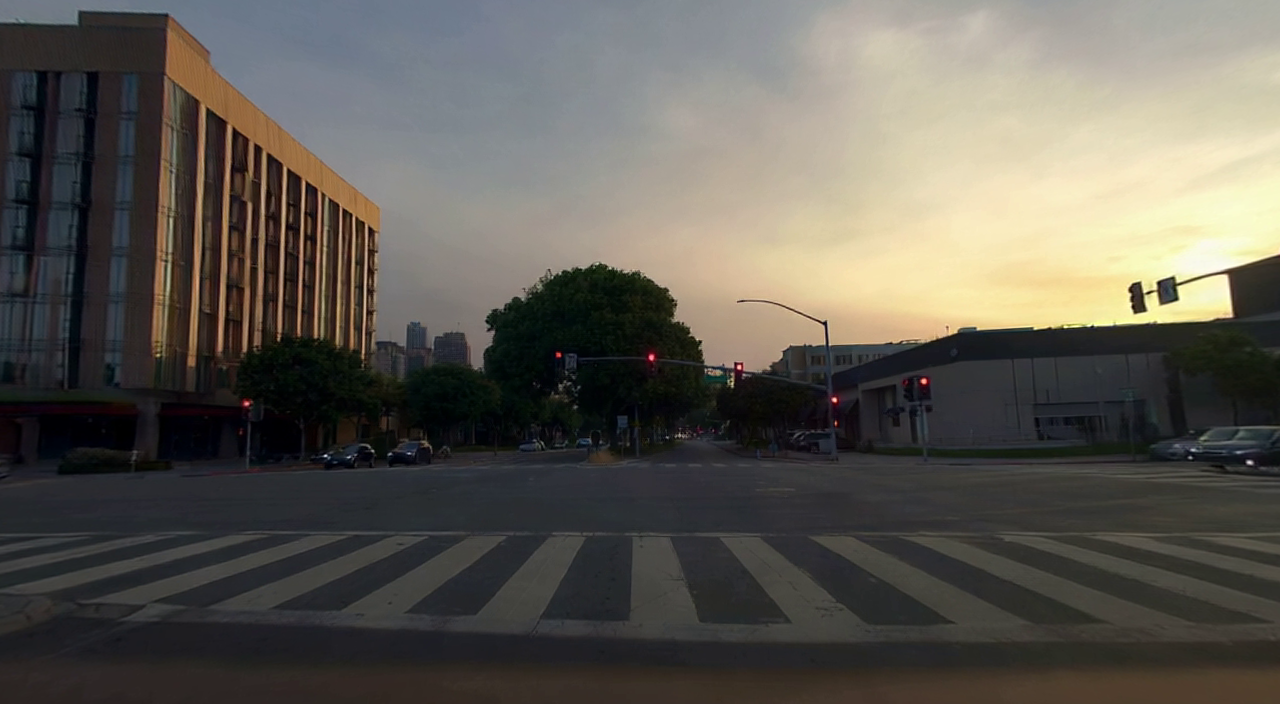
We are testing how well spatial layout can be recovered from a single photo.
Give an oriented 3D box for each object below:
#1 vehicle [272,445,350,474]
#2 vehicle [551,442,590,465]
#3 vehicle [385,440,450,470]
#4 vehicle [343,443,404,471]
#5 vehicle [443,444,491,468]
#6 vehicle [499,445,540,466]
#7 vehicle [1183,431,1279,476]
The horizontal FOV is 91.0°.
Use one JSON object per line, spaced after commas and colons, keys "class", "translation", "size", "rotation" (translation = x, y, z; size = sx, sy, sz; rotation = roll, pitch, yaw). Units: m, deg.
{"class": "vehicle", "translation": [-21.868, 7.138, 42.136], "size": [2.032, 1.839, 4.884], "rotation": [-2, -9, 9]}
{"class": "vehicle", "translation": [-4.530, 6.690, 41.685], "size": [1.954, 1.431, 4.050], "rotation": [-1, -9, 2]}
{"class": "vehicle", "translation": [-15.138, 7.027, 43.172], "size": [2.340, 1.946, 5.450], "rotation": [0, -9, 2]}
{"class": "vehicle", "translation": [-18.545, 7.322, 43.998], "size": [2.237, 1.801, 4.541], "rotation": [0, -9, 1]}
{"class": "vehicle", "translation": [-11.641, 7.037, 42.727], "size": [1.911, 1.476, 4.297], "rotation": [-1, -9, 2]}
{"class": "vehicle", "translation": [-8.095, 6.986, 42.625], "size": [1.910, 1.321, 3.692], "rotation": [0, -9, 2]}
{"class": "vehicle", "translation": [22.320, 3.573, 22.253], "size": [4.474, 1.477, 1.908], "rotation": [0, -9, -3]}
